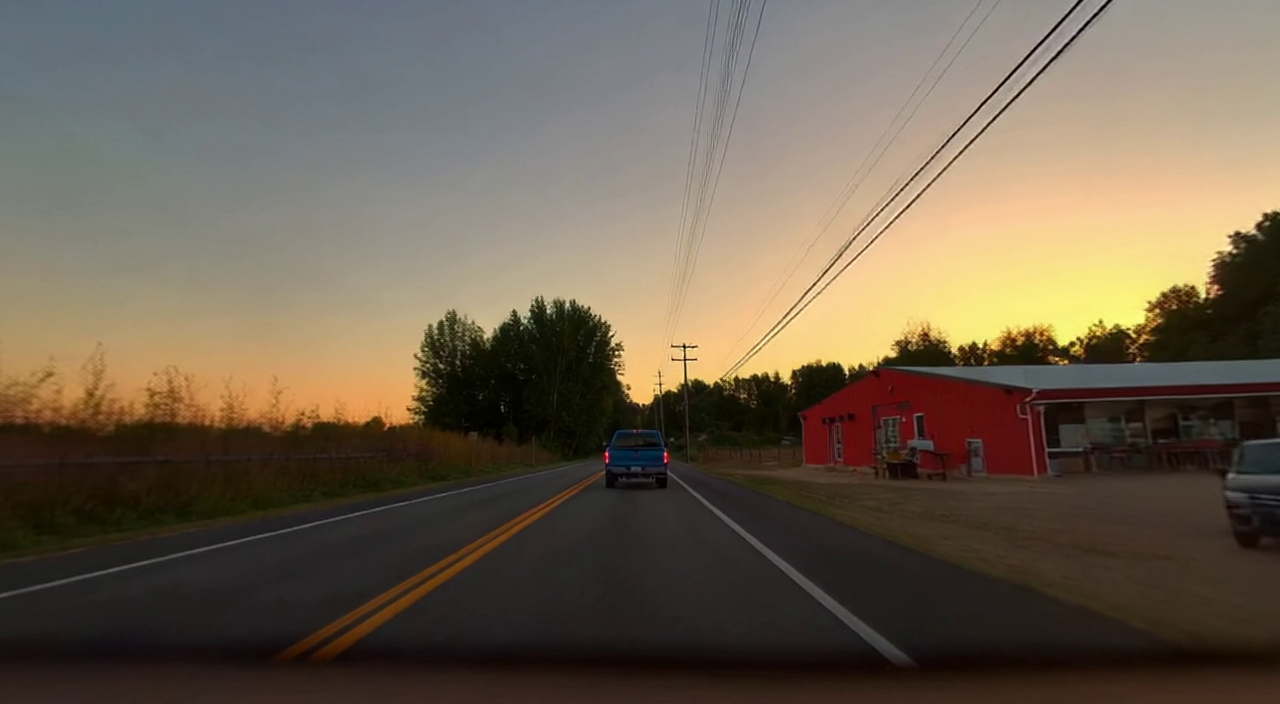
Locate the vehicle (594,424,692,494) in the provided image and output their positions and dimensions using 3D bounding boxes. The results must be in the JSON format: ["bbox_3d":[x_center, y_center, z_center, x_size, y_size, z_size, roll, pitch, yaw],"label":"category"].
[{"bbox_3d":[0.057,3.713,22.483,2.921,2.031,7.416,0,-8,0],"label":"vehicle"}]
